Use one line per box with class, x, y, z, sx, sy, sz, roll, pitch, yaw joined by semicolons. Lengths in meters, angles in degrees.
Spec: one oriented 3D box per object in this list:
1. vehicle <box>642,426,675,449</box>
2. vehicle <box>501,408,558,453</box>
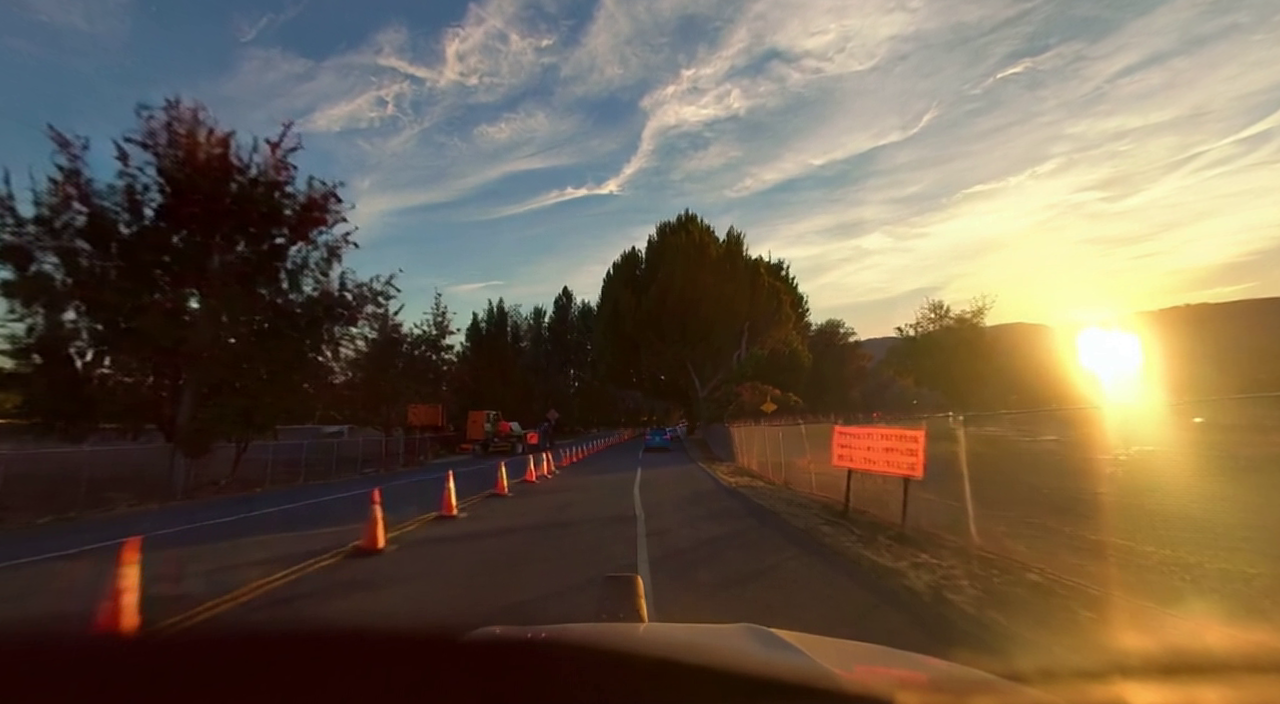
vehicle;1.284;5.971;43.977;2.172;1.486;3.581;-1;-9;2
vehicle;-7.005;5.036;40.285;3.064;2.710;2.385;-1;-9;3
